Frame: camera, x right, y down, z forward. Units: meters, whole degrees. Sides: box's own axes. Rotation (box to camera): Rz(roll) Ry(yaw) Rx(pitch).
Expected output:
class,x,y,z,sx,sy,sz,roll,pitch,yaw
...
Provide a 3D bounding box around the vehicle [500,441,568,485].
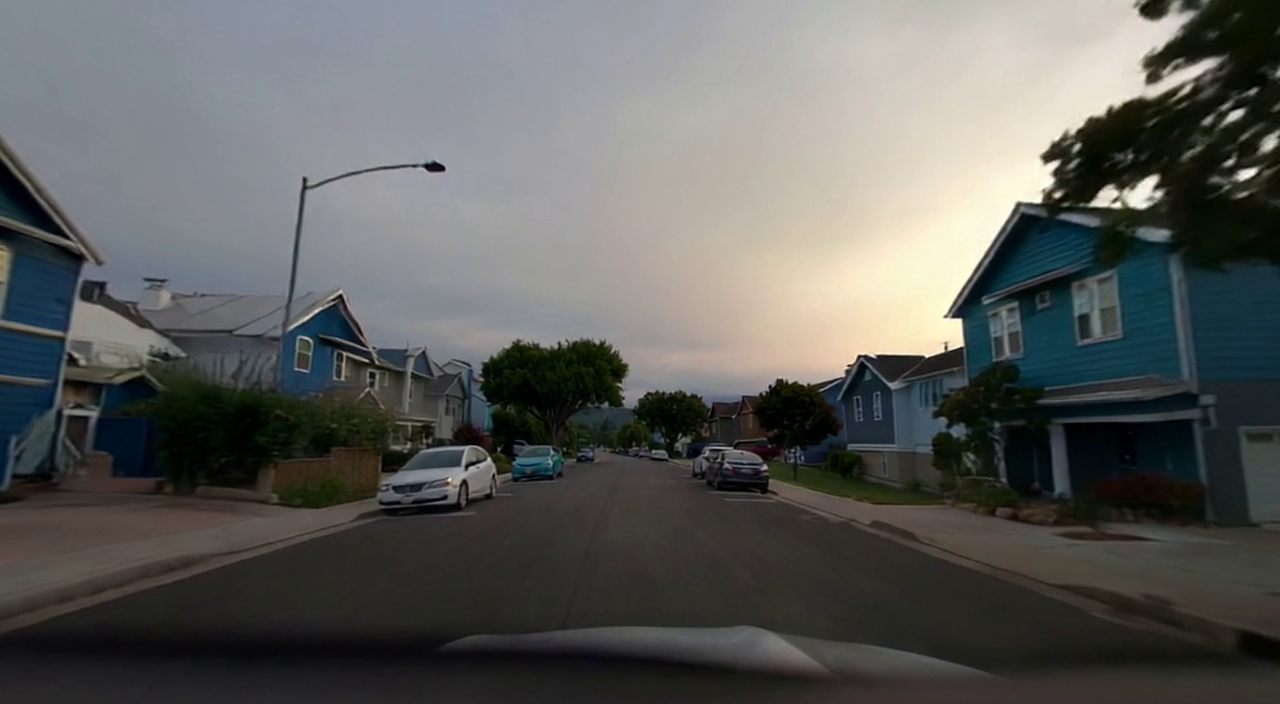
class,x,y,z,sx,sy,sz,roll,pitch,yaw
vehicle,-4.315,4.577,26.342,2.089,1.508,4.537,2,-7,-1

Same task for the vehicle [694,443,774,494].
class,x,y,z,sx,sy,sz,roll,pitch,yaw
vehicle,3.008,3.817,21.100,1.888,1.484,4.476,0,-8,-1

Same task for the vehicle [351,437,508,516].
class,x,y,z,sx,sy,sz,roll,pitch,yaw
vehicle,-4.542,2.738,14.623,2.020,1.470,5.300,0,-8,-2
